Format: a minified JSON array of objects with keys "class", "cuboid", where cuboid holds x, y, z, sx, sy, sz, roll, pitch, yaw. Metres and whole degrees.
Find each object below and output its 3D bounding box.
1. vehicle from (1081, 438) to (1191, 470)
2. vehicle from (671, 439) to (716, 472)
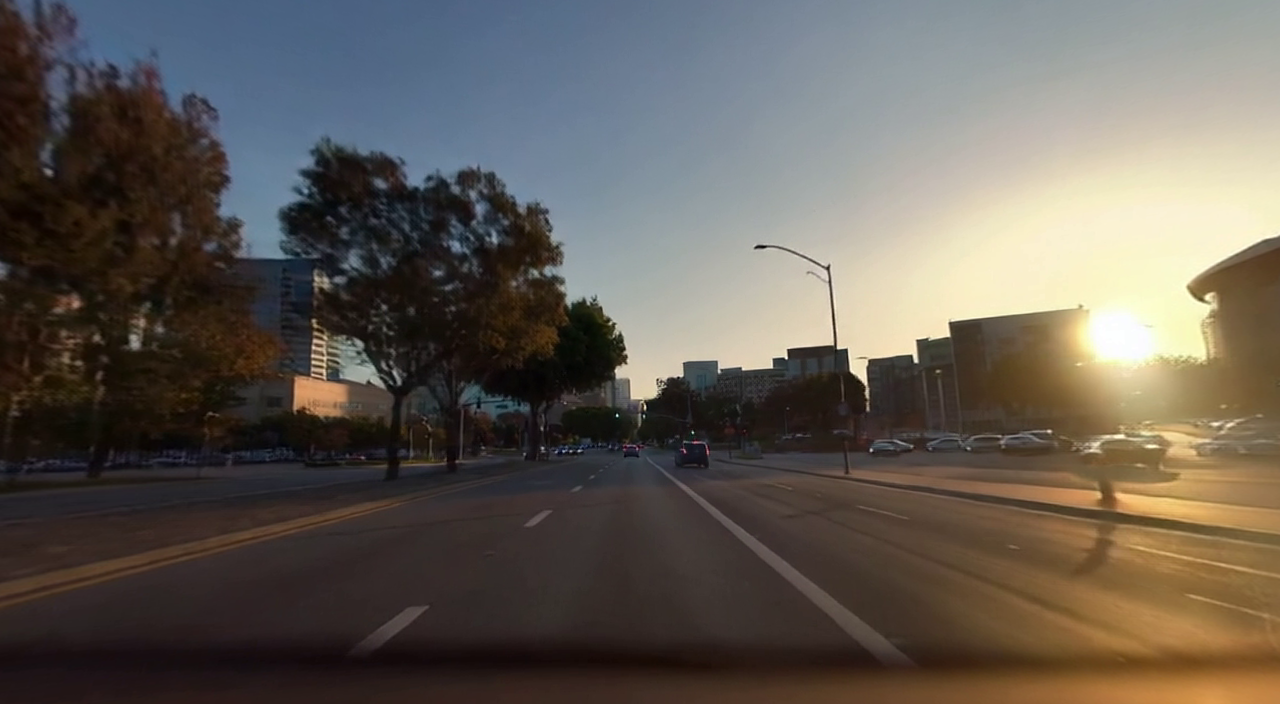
[{"class":"vehicle","cuboid":[23.144,4.767,29.540,3.661,1.417,1.783,0,-9,-4]},{"class":"vehicle","cuboid":[3.038,6.022,36.945,2.069,1.761,4.610,0,-9,-2]}]
